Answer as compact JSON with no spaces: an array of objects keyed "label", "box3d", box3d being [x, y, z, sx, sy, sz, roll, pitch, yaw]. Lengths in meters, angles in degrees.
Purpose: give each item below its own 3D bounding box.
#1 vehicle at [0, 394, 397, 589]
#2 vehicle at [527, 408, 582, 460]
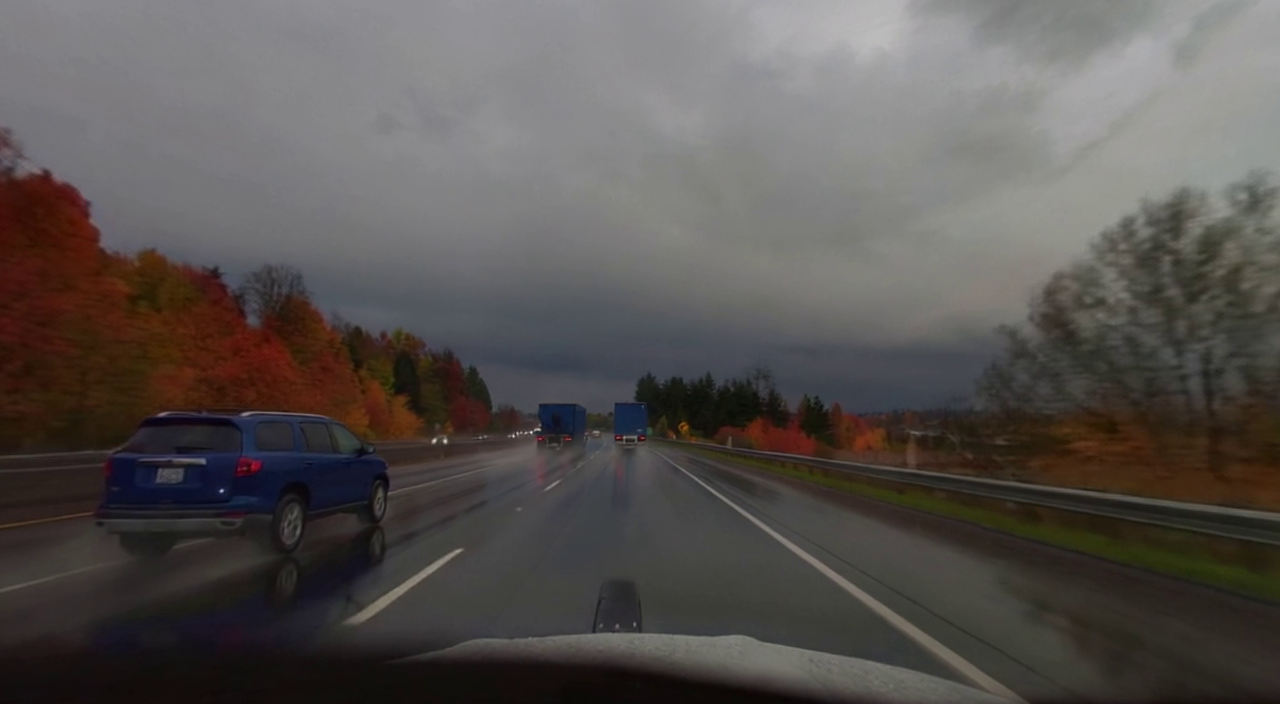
[{"label":"vehicle","box3d":[-4.920,1.508,7.750,2.089,1.669,4.515,0,-8,-1]},{"label":"vehicle","box3d":[-4.779,4.717,36.114,2.383,2.726,5.677,0,-8,0]}]
